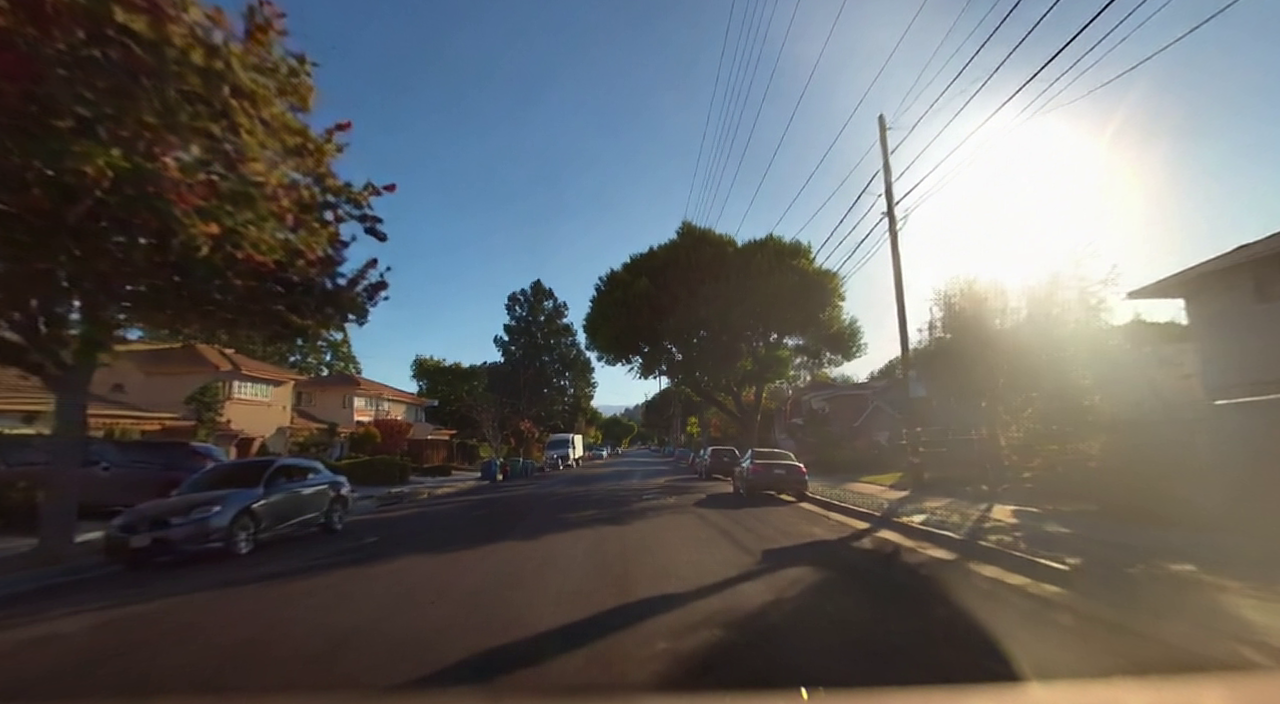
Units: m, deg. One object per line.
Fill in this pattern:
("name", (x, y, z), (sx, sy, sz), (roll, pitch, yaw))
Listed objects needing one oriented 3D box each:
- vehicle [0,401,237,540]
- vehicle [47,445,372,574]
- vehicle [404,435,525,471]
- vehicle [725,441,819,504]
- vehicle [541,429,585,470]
("vehicle", (-11.228, 2.116, 11.591), (2.416, 2.211, 6.384), (-2, -9, 14))
("vehicle", (-6.595, 2.395, 10.558), (2.062, 1.500, 4.629), (-3, -8, 3))
("vehicle", (-10.551, 6.121, 38.335), (6.540, 2.079, 2.565), (0, -9, 1))
("vehicle", (3.473, 3.236, 17.419), (1.903, 1.500, 4.057), (0, -9, 3))
("vehicle", (-5.864, 7.488, 48.674), (2.313, 2.875, 6.057), (-3, -9, 2))
